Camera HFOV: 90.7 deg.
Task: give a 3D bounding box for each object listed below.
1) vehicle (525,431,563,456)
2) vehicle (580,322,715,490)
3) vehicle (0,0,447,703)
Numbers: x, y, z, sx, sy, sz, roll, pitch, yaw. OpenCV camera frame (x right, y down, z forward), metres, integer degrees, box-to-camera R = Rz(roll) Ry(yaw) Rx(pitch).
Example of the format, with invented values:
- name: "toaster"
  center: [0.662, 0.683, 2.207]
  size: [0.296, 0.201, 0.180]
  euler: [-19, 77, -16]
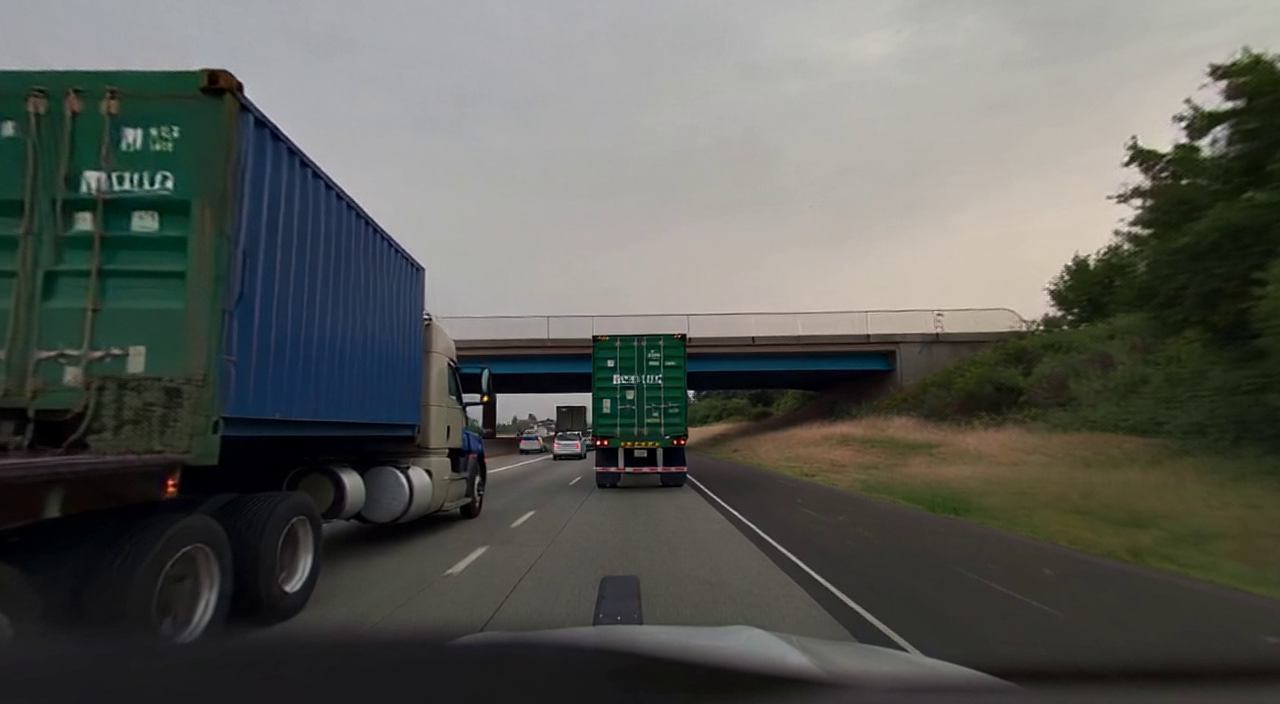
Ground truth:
- name: "vehicle"
  center: [-7.159, 6.894, 47.618]
  size: [2.163, 1.772, 4.244]
  euler: [0, -9, 1]
- name: "vehicle"
  center: [0.116, 1.866, 19.656]
  size: [3.357, 4.212, 7.519]
  euler: [0, -9, -1]
- name: "vehicle"
  center: [-3.652, -0.580, 0.280]
  size: [2.873, 4.198, 13.317]
  euler: [0, -9, 0]
